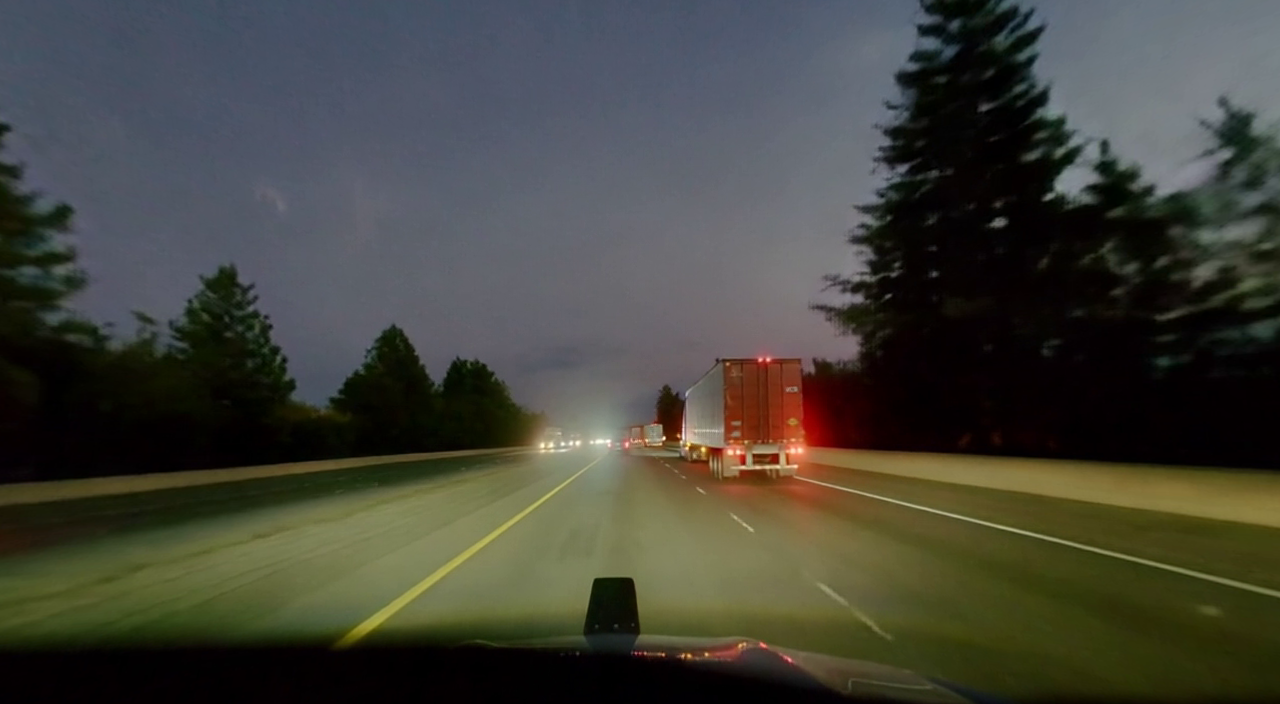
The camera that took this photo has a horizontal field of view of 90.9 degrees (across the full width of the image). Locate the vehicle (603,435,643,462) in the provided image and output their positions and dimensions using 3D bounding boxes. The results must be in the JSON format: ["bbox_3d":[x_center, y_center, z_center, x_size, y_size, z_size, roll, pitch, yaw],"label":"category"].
[{"bbox_3d":[-0.995,5.660,37.286,2.259,1.466,3.693,0,-8,-1],"label":"vehicle"}]

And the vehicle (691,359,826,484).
[{"bbox_3d":[3.682,2.495,21.996,2.921,3.526,8.207,0,-8,-1],"label":"vehicle"}]
